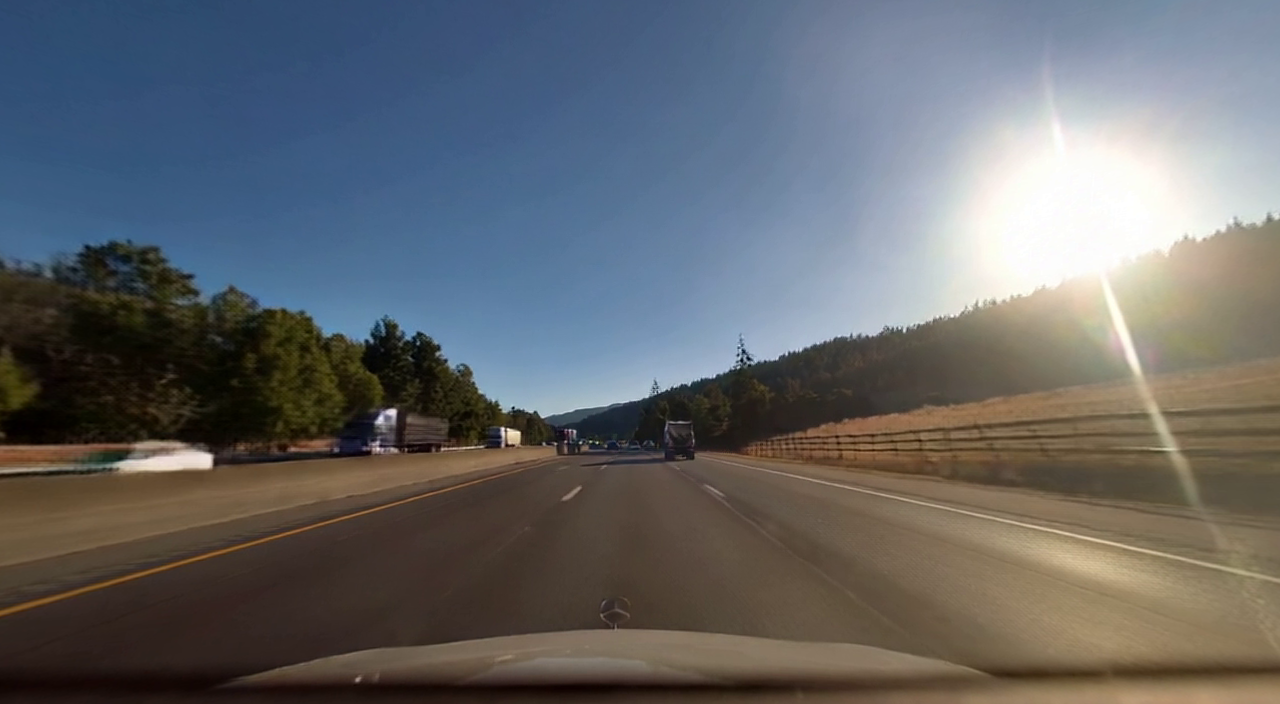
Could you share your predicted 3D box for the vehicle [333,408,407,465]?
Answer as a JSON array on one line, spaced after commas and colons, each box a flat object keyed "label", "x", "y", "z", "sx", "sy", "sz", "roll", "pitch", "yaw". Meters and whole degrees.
[{"label": "vehicle", "x": -20.336, "y": 6.435, "z": 47.776, "sx": 2.983, "sy": 3.974, "sz": 5.851, "roll": -1, "pitch": -8, "yaw": -1}]

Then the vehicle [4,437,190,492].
[{"label": "vehicle", "x": -16.646, "y": 3.434, "z": 19.682, "sx": 1.892, "sy": 1.496, "sz": 4.409, "roll": -1, "pitch": -8, "yaw": 0}]
